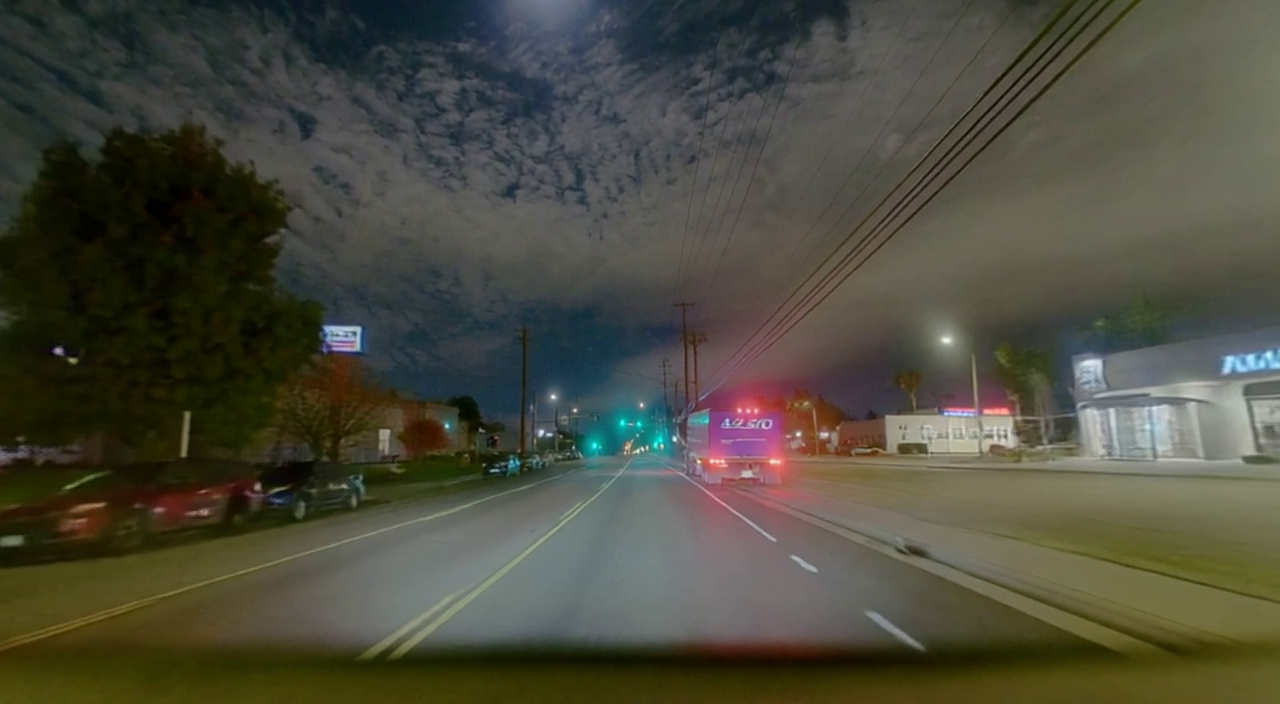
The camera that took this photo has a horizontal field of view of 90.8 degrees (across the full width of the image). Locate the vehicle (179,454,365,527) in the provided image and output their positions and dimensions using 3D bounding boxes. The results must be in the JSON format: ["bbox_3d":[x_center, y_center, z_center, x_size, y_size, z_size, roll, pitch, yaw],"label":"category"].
[{"bbox_3d":[-8.970,3.367,16.000,1.864,1.529,4.677,0,-9,1],"label":"vehicle"}]

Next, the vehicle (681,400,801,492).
[{"bbox_3d":[3.767,3.933,26.379,3.168,3.106,9.350,0,-9,-2],"label":"vehicle"}]

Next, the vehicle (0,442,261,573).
[{"bbox_3d":[-9.087,2.481,11.022,1.938,1.756,4.686,0,-9,1],"label":"vehicle"}]

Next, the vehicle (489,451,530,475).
[{"bbox_3d":[-8.655,7.400,42.280,1.939,1.480,4.632,0,-9,-2],"label":"vehicle"}]
